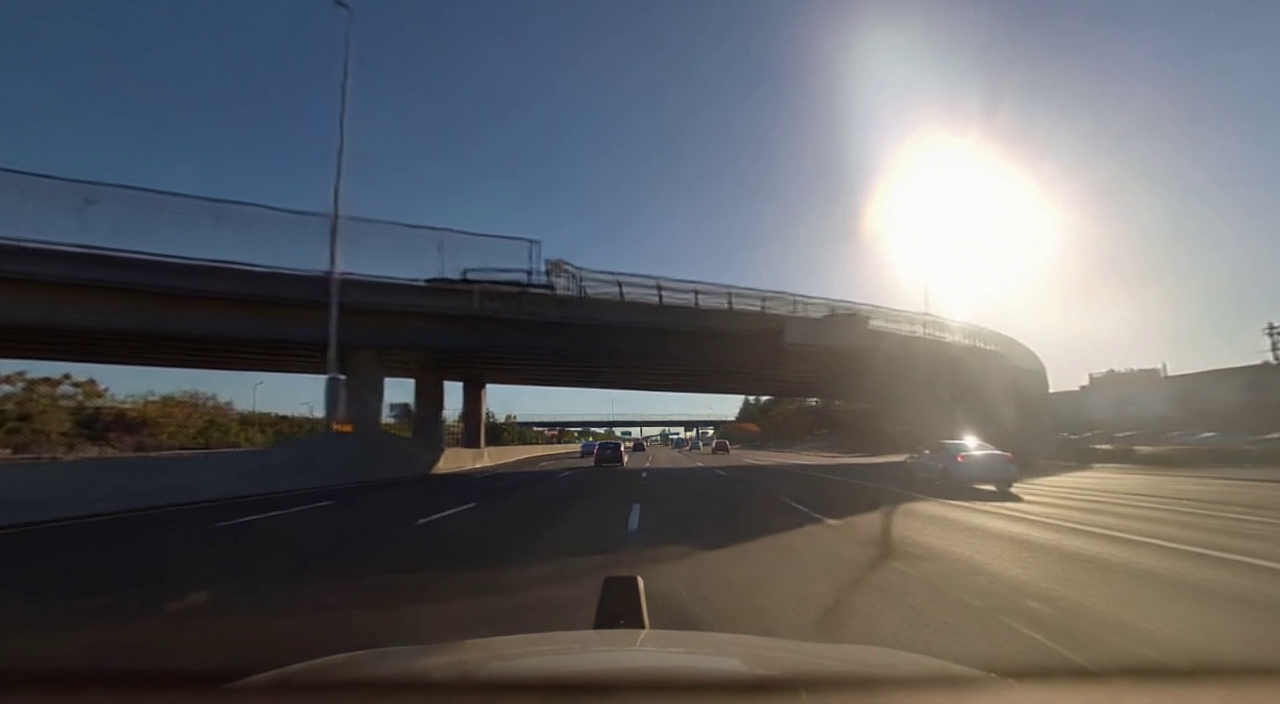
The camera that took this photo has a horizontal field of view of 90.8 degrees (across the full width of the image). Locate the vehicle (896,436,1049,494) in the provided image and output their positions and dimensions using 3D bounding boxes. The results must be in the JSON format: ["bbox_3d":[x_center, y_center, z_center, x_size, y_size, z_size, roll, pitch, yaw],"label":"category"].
[{"bbox_3d":[9.166,3.133,17.934,1.900,1.432,4.519,0,-8,1],"label":"vehicle"}]

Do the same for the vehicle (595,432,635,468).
[{"bbox_3d":[-1.283,5.334,34.588,1.893,1.827,4.513,0,-8,2],"label":"vehicle"}]
